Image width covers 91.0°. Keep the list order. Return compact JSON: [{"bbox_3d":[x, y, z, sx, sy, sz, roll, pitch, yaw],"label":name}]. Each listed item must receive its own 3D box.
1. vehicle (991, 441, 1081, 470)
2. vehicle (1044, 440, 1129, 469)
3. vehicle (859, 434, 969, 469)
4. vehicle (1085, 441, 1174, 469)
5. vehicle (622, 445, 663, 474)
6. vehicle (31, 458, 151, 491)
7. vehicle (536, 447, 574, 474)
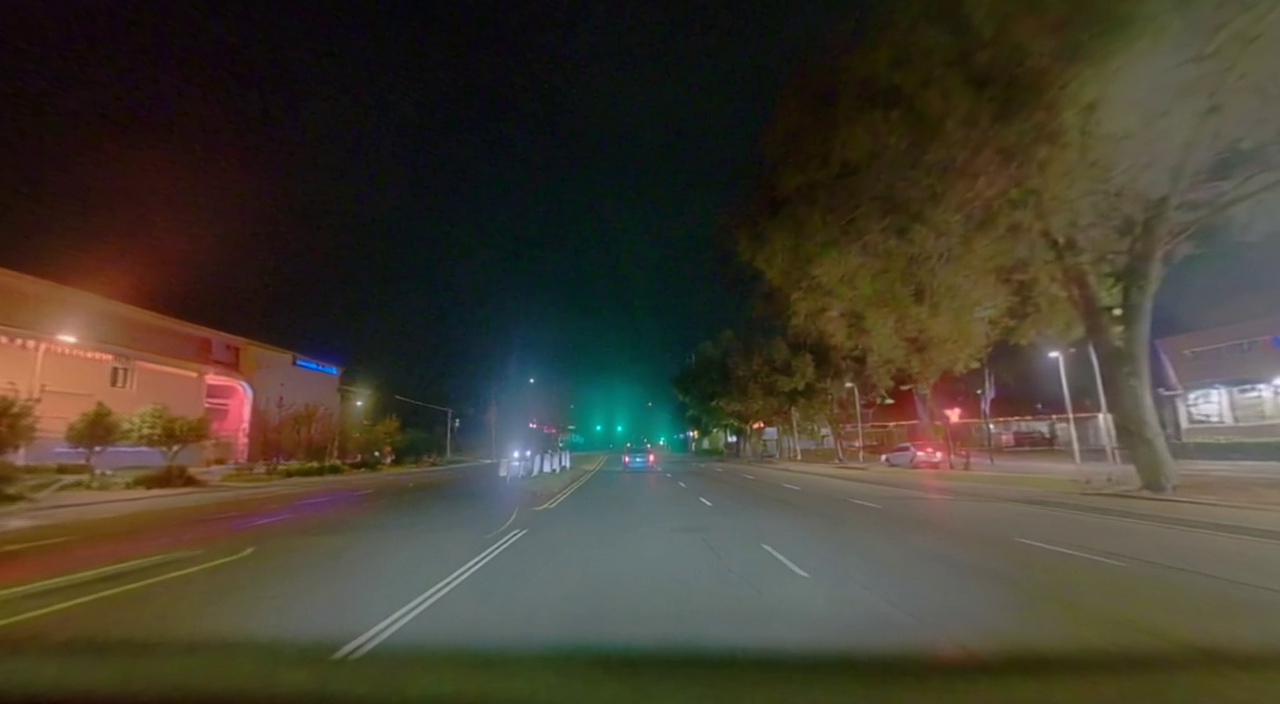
[{"bbox_3d":[22.804,5.973,36.499,1.955,1.499,4.687,-2,-8,-2],"label":"vehicle"},{"bbox_3d":[25.776,5.951,36.481,1.883,1.524,4.065,-2,-9,0],"label":"vehicle"},{"bbox_3d":[15.817,5.765,36.399,5.466,1.861,2.135,-6,-10,31],"label":"vehicle"},{"bbox_3d":[28.394,5.992,36.676,1.898,1.536,4.025,0,-9,0],"label":"vehicle"},{"bbox_3d":[0.068,5.653,33.368,1.998,1.452,3.773,0,-8,-2],"label":"vehicle"},{"bbox_3d":[-29.208,6.504,33.593,4.367,1.613,2.004,0,-8,-3],"label":"vehicle"},{"bbox_3d":[-4.938,6.383,37.220,2.033,1.486,3.771,1,-9,-5],"label":"vehicle"}]
